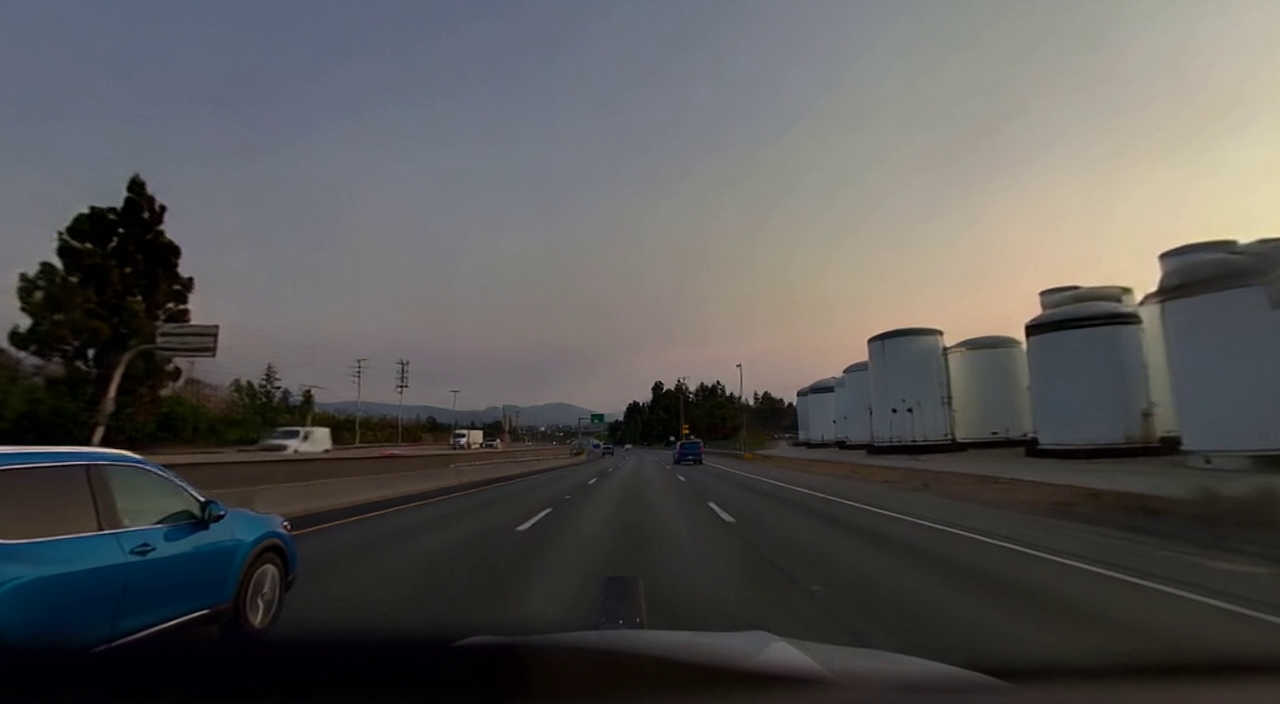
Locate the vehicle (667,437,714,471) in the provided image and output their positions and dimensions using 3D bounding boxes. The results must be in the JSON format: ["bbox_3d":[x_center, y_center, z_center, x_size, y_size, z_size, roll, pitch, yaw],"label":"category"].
[{"bbox_3d":[2.858,5.934,36.817,2.296,1.790,5.067,0,-9,-1],"label":"vehicle"}]

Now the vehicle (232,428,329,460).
[{"bbox_3d":[-18.152,4.683,32.068,2.023,1.509,4.540,-1,-9,4],"label":"vehicle"}]
